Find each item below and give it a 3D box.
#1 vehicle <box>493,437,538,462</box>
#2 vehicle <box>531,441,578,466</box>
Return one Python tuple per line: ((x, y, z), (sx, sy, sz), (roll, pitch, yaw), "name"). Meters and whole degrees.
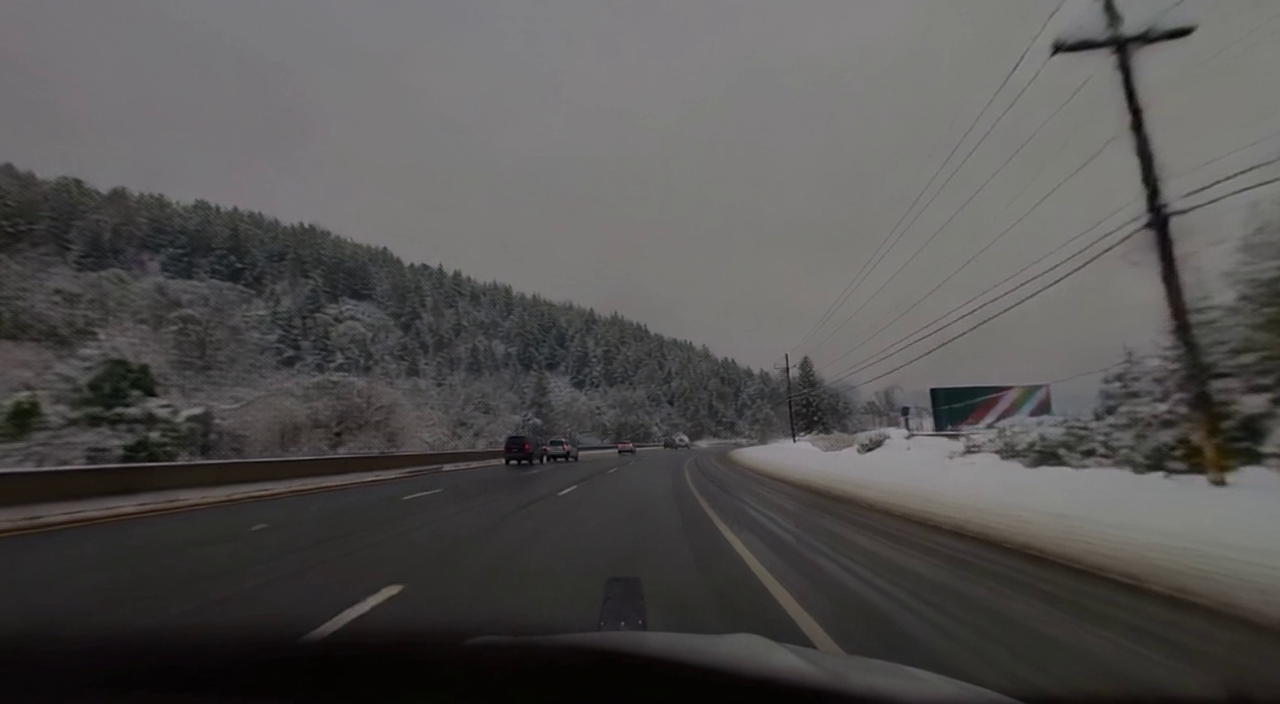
((-9.119, 7.221, 46.458), (2.063, 1.743, 4.392), (-1, -9, 5), "vehicle")
((-5.318, 6.377, 39.552), (2.010, 1.489, 4.456), (-1, -9, 4), "vehicle")
